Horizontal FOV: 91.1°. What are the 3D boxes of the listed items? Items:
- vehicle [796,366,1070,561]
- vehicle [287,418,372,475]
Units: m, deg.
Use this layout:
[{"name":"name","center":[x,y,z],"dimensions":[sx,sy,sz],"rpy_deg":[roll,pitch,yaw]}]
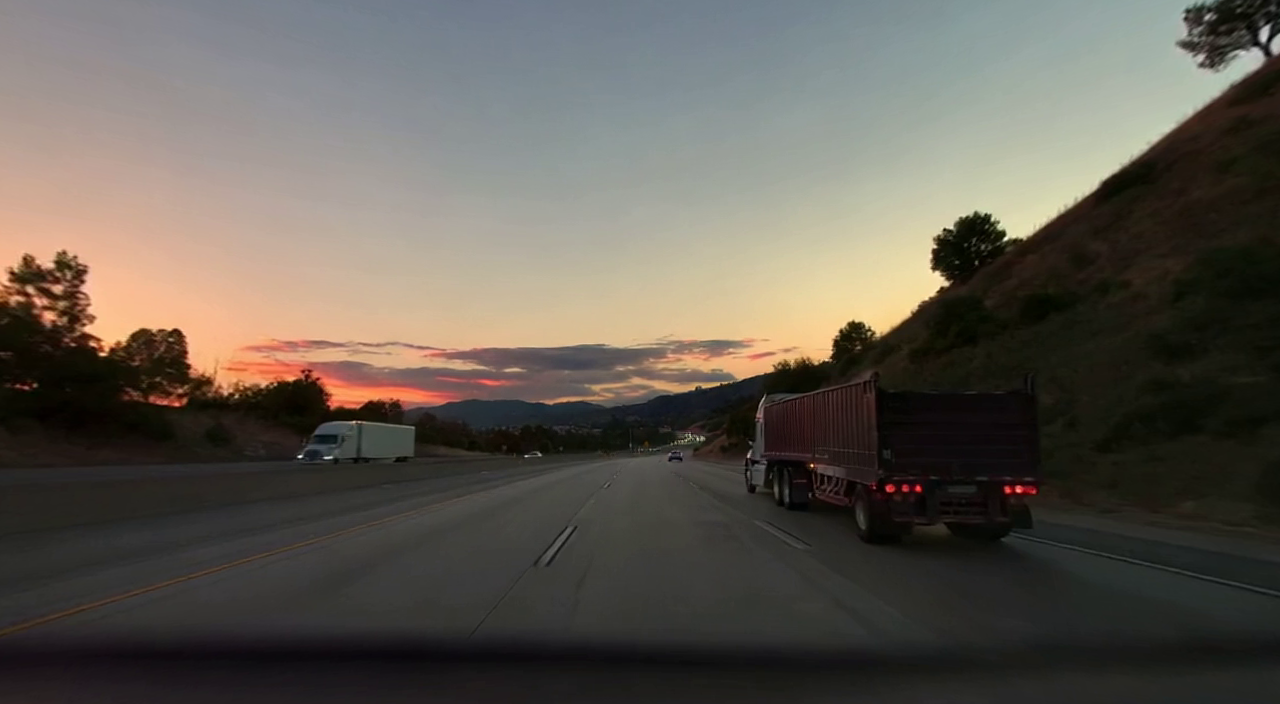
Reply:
[{"name":"vehicle","center":[4.248,1.730,10.174],"dimensions":[2.215,2.461,4.234],"rpy_deg":[0,-9,-2]},{"name":"vehicle","center":[-23.324,7.195,47.668],"dimensions":[3.156,4.015,5.992],"rpy_deg":[-1,-9,1]}]
